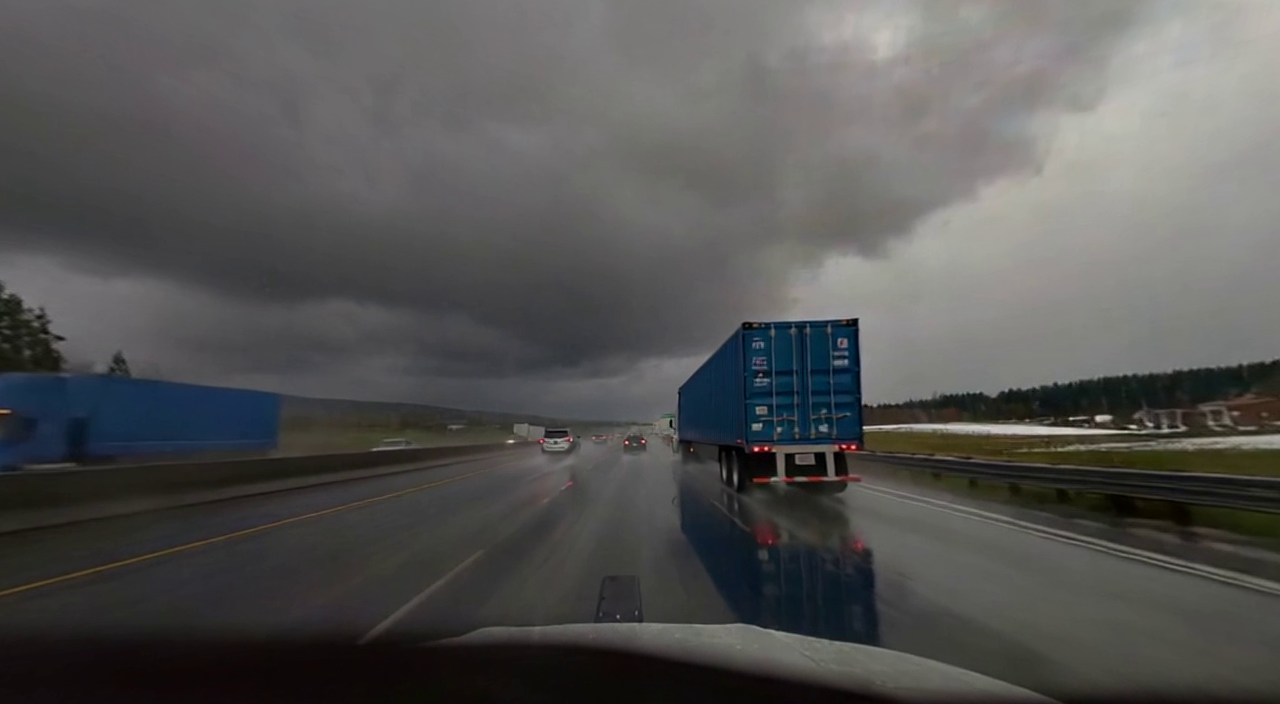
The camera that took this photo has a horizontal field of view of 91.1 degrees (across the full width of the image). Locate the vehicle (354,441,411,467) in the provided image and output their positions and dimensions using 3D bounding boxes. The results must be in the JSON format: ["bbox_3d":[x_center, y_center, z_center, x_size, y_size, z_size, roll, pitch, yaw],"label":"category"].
[{"bbox_3d":[-15.890,6.291,38.957,1.911,1.505,3.954,0,-8,-1],"label":"vehicle"}]

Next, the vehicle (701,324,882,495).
[{"bbox_3d":[3.785,1.796,18.131,2.883,3.836,7.894,0,-8,-3],"label":"vehicle"}]

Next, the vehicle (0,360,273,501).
[{"bbox_3d":[-20.017,3.178,24.783,2.933,4.036,14.065,0,-8,-1],"label":"vehicle"}]

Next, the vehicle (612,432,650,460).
[{"bbox_3d":[-0.543,5.562,37.460,2.088,1.567,4.240,0,-8,-1],"label":"vehicle"}]

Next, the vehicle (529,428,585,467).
[{"bbox_3d":[-3.819,4.454,29.610,2.054,1.671,4.445,0,-8,0],"label":"vehicle"}]
